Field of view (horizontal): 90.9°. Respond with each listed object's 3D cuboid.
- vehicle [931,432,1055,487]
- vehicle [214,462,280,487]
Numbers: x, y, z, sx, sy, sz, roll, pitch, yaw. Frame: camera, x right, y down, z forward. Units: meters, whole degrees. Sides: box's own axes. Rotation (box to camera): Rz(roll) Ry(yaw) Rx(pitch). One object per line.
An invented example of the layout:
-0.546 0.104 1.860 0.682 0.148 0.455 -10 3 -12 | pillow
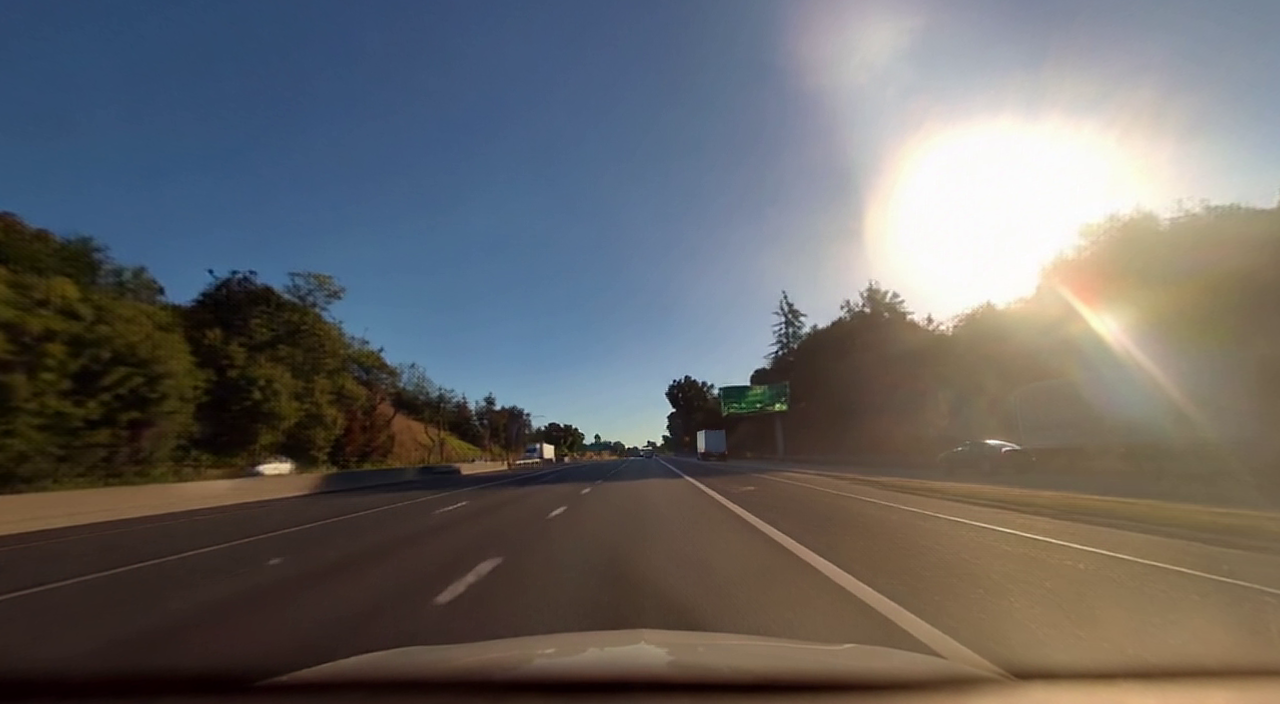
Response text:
12.723 3.895 23.034 2.038 1.823 3.744 1 -9 -6 | vehicle
-27.516 8.548 44.298 1.792 1.578 4.359 0 -9 0 | vehicle
